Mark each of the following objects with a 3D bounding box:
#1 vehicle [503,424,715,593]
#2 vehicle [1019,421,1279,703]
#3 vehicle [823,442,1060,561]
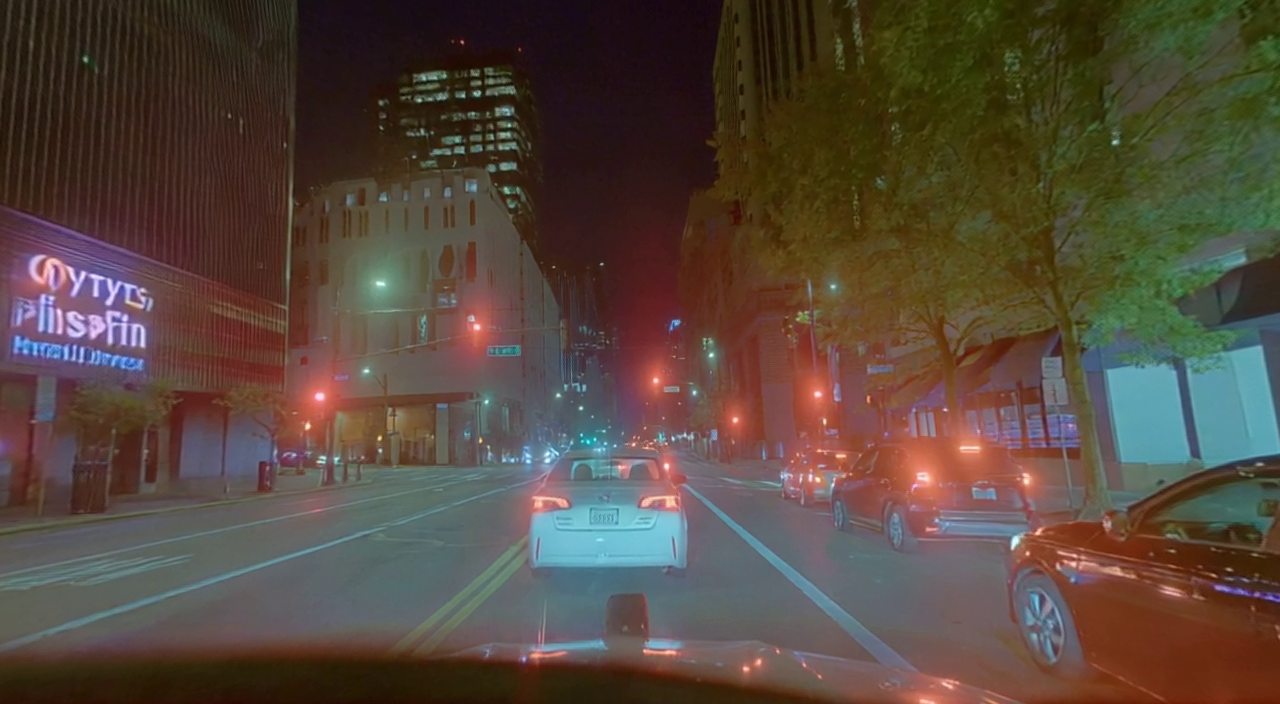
[{"bbox_3d":[-0.310,1.678,7.565,1.888,1.489,3.703,0,-8,-1],"label":"vehicle"},{"bbox_3d":[3.178,0.827,1.107,2.006,1.496,4.767,0,-9,-1],"label":"vehicle"},{"bbox_3d":[4.576,2.279,10.522,1.912,1.505,4.618,-1,-8,3],"label":"vehicle"}]
